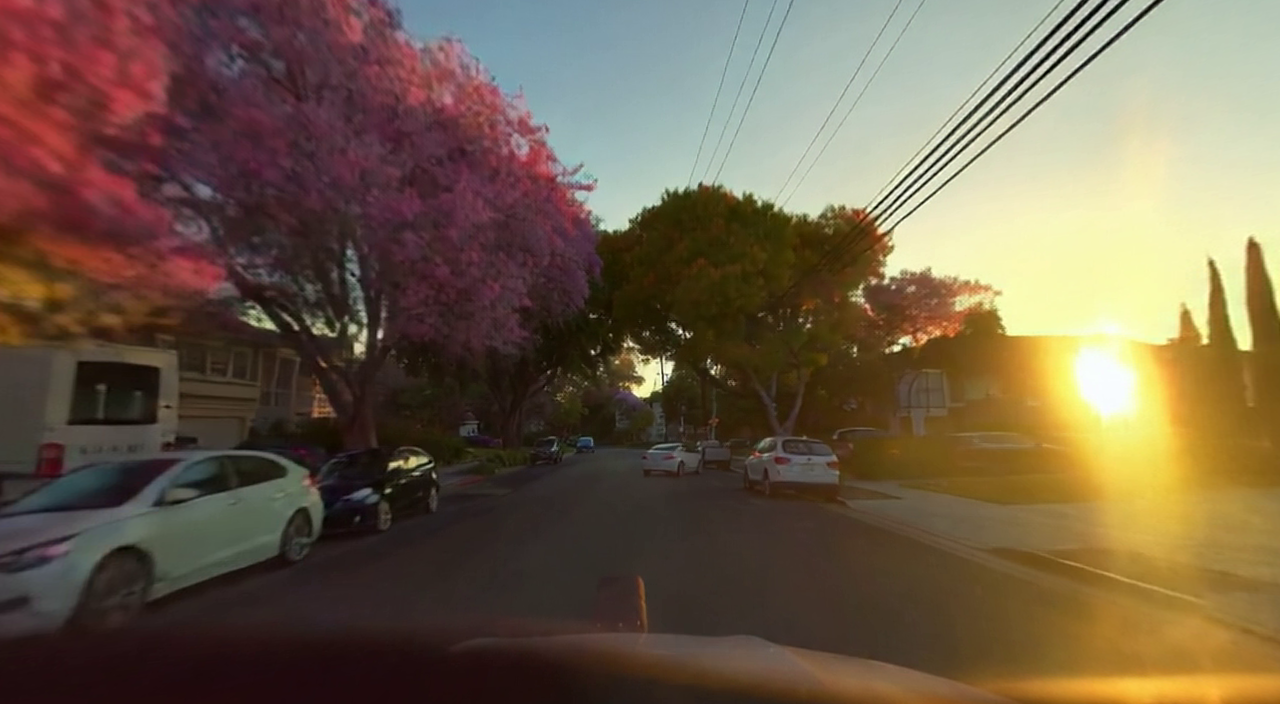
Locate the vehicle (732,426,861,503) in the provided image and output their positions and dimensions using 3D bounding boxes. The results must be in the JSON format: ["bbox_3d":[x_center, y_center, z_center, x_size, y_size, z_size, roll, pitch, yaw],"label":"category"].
[{"bbox_3d":[3.779,2.809,16.183,2.103,1.679,4.386,0,-8,-1],"label":"vehicle"}]

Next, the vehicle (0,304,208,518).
[{"bbox_3d":[-13.079,1.100,11.426,8.239,3.354,2.902,0,-9,1],"label":"vehicle"}]

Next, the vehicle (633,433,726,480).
[{"bbox_3d":[1.510,3.613,22.127,2.075,1.449,4.526,-3,-9,19],"label":"vehicle"}]

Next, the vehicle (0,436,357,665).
[{"bbox_3d":[-4.852,1.606,6.439,1.874,1.413,4.442,0,-7,0],"label":"vehicle"}]
